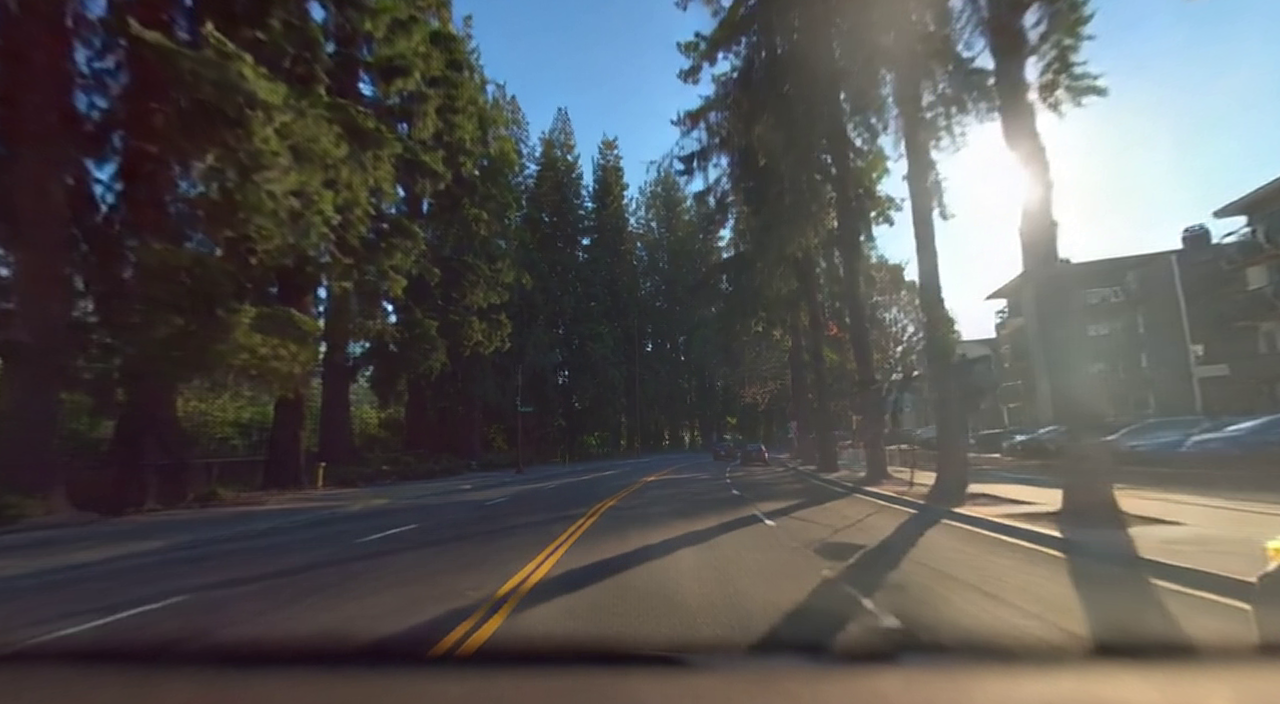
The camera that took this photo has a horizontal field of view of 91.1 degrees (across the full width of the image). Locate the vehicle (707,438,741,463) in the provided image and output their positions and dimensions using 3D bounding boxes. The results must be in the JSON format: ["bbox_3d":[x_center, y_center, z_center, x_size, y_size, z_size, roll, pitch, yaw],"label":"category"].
[{"bbox_3d":[6.600,7.664,49.108,2.158,1.852,4.485,-2,-9,13],"label":"vehicle"}]

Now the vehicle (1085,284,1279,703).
[{"bbox_3d":[3.336,0.461,0.552,2.219,1.881,5.104,0,-8,2],"label":"vehicle"}]

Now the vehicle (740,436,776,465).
[{"bbox_3d":[7.591,6.322,40.421,2.069,1.791,4.422,-1,-9,10],"label":"vehicle"}]
